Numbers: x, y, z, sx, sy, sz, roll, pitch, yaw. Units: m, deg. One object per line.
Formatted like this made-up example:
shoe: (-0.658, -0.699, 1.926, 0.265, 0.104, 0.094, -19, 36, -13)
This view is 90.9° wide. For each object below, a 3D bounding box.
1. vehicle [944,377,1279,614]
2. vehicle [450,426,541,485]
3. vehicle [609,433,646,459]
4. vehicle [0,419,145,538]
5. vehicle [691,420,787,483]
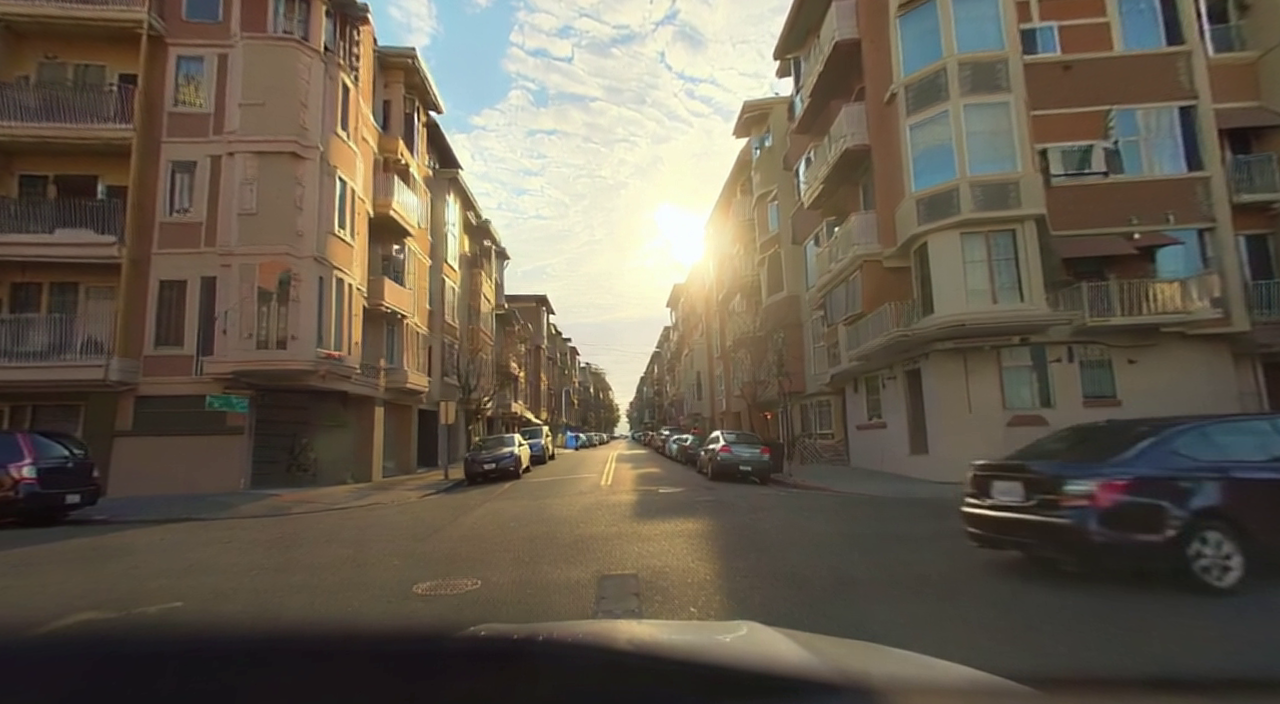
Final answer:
vehicle: (5.406, 1.119, 5.548, 4.469, 1.566, 1.993, 1, -8, -8)
vehicle: (-3.940, 2.858, 17.729, 1.882, 1.459, 3.518, 0, -8, -3)
vehicle: (-0.794, 6.367, 42.751, 2.341, 1.675, 4.360, 0, -8, 0)
vehicle: (-10.875, 1.883, 9.723, 4.679, 1.631, 2.025, 0, -8, -1)
vehicle: (2.605, 2.712, 17.503, 1.868, 1.544, 3.869, 0, -8, -2)
